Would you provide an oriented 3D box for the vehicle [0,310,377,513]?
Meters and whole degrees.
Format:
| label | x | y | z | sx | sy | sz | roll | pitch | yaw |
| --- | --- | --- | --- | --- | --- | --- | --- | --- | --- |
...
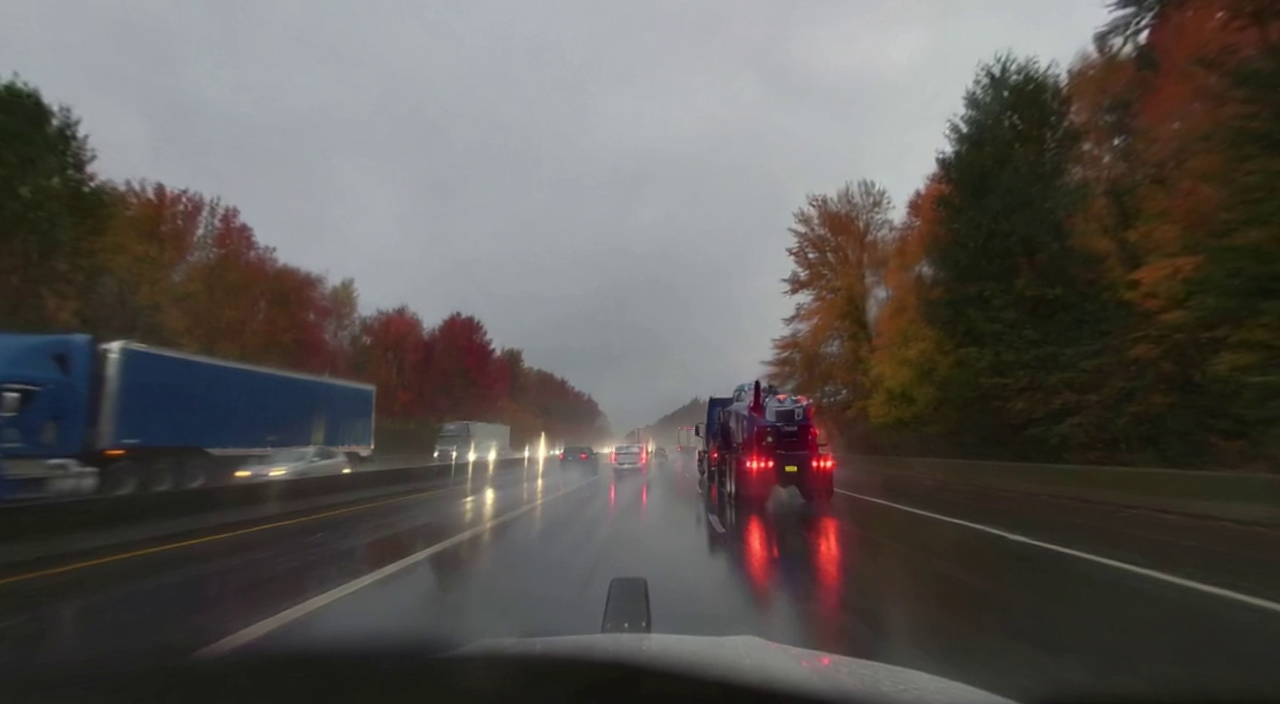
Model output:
| label | x | y | z | sx | sy | sz | roll | pitch | yaw |
| --- | --- | --- | --- | --- | --- | --- | --- | --- | --- |
| vehicle | -14.978 | 2.508 | 22.157 | 3.330 | 4.410 | 17.004 | -1 | -8 | 3 |

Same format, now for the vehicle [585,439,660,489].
| label | x | y | z | sx | sy | sz | roll | pitch | yaw |
| --- | --- | --- | --- | --- | --- | --- | --- | --- | --- |
| vehicle | -0.468 | 3.677 | 21.031 | 2.152 | 1.484 | 4.211 | -1 | -8 | 3 |

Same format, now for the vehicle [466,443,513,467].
| label | x | y | z | sx | sy | sz | roll | pitch | yaw |
| --- | --- | --- | --- | --- | --- | --- | --- | --- | --- |
| vehicle | -10.098 | 6.950 | 42.498 | 1.905 | 1.511 | 4.095 | -1 | -8 | 4 |

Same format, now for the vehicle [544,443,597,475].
| label | x | y | z | sx | sy | sz | roll | pitch | yaw |
| --- | --- | --- | --- | --- | --- | --- | --- | --- | --- |
| vehicle | -3.289 | 5.155 | 30.515 | 1.928 | 1.464 | 3.706 | -1 | -8 | 3 |

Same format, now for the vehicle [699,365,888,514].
| label | x | y | z | sx | sy | sz | roll | pitch | yaw |
| --- | --- | --- | --- | --- | --- | --- | --- | --- | --- |
| vehicle | 3.976 | 2.870 | 20.405 | 3.150 | 3.257 | 13.098 | 0 | -8 | 1 |
